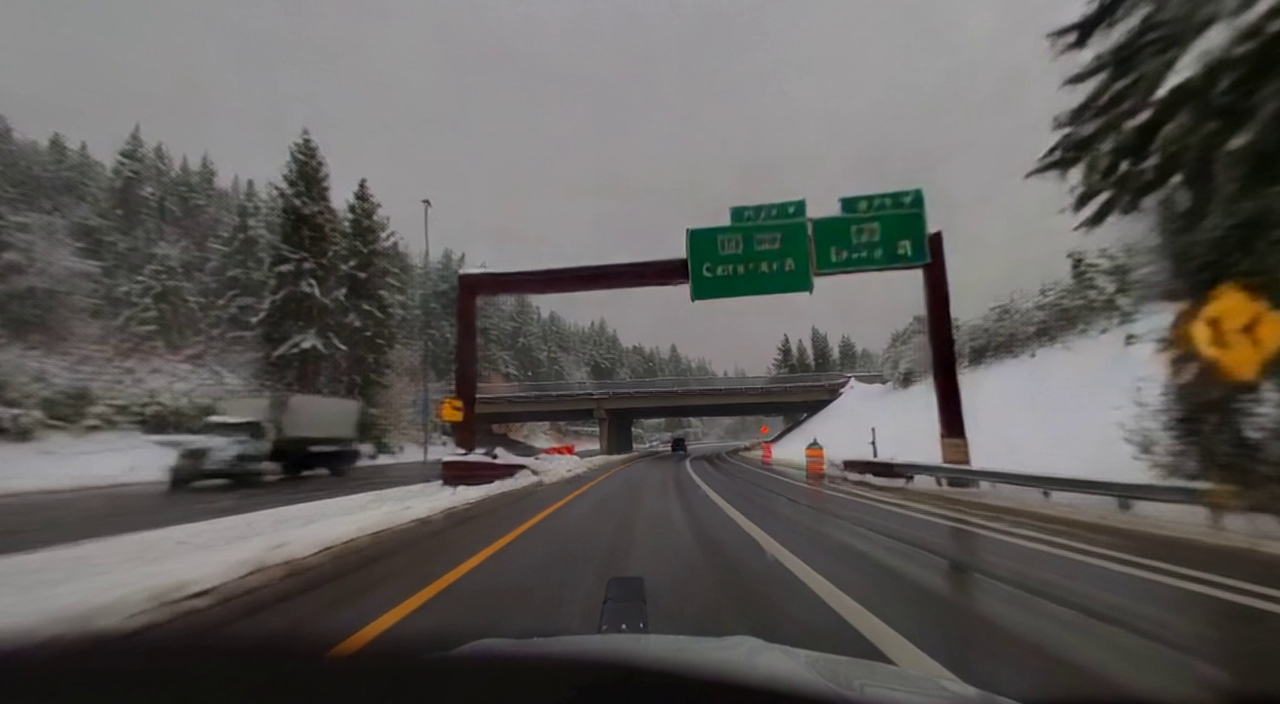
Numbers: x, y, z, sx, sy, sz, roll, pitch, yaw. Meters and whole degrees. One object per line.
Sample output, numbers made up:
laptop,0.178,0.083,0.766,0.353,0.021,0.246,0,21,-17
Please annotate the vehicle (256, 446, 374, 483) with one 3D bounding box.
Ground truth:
vehicle,-13.759,4.788,27.109,2.335,1.394,4.706,-1,-8,4

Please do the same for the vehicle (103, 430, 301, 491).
vehicle,-13.963,3.492,20.732,2.324,1.720,5.521,-1,-8,3
